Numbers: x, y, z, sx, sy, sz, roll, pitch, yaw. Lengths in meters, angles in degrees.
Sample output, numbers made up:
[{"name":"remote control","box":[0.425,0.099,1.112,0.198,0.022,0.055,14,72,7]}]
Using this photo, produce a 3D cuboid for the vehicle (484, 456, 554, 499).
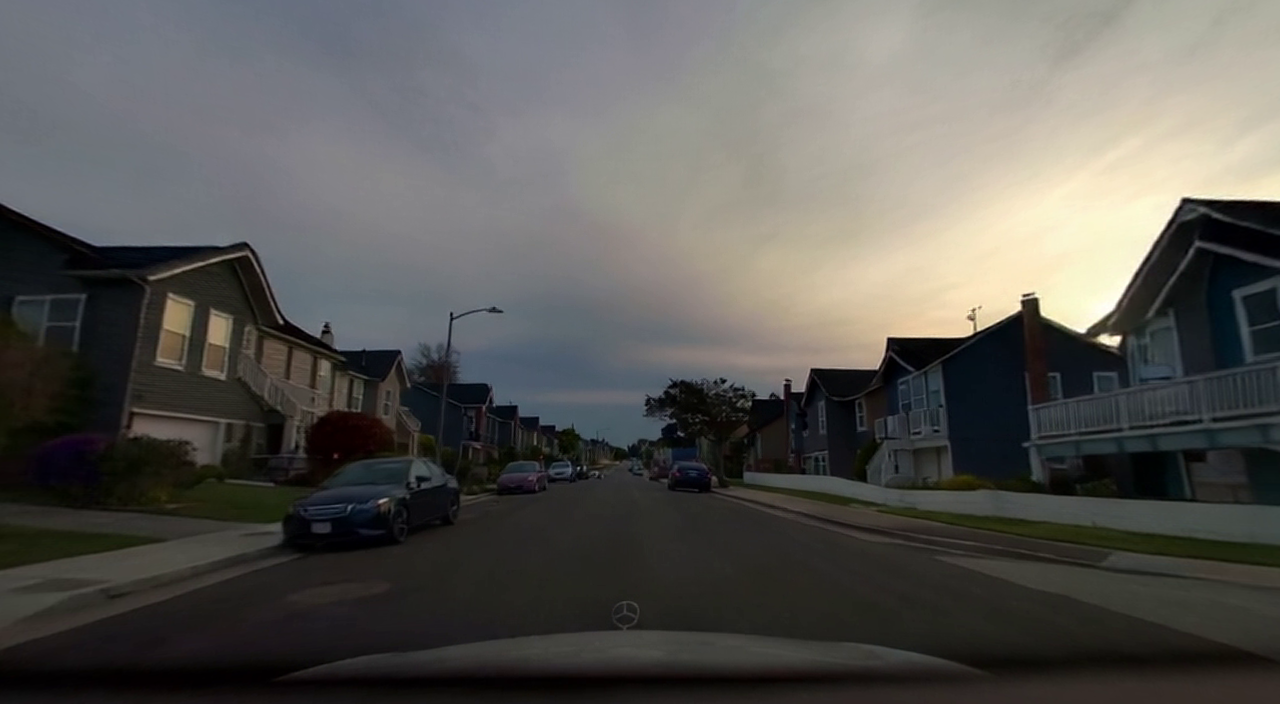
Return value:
[{"name":"vehicle","box":[-4.810,5.066,25.819,2.020,1.470,5.300,0,-9,-2]}]

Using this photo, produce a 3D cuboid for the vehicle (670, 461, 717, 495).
[{"name":"vehicle","box":[2.684,6.414,32.345,1.888,1.484,4.476,0,-9,-2]}]

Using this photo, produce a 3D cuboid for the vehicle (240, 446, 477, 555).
[{"name":"vehicle","box":[-4.563,2.482,11.212,2.080,1.471,4.638,1,-10,-1]}]

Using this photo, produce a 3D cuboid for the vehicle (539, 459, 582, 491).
[{"name":"vehicle","box":[-4.674,7.261,37.463,2.089,1.508,4.537,2,-7,-2]}]
